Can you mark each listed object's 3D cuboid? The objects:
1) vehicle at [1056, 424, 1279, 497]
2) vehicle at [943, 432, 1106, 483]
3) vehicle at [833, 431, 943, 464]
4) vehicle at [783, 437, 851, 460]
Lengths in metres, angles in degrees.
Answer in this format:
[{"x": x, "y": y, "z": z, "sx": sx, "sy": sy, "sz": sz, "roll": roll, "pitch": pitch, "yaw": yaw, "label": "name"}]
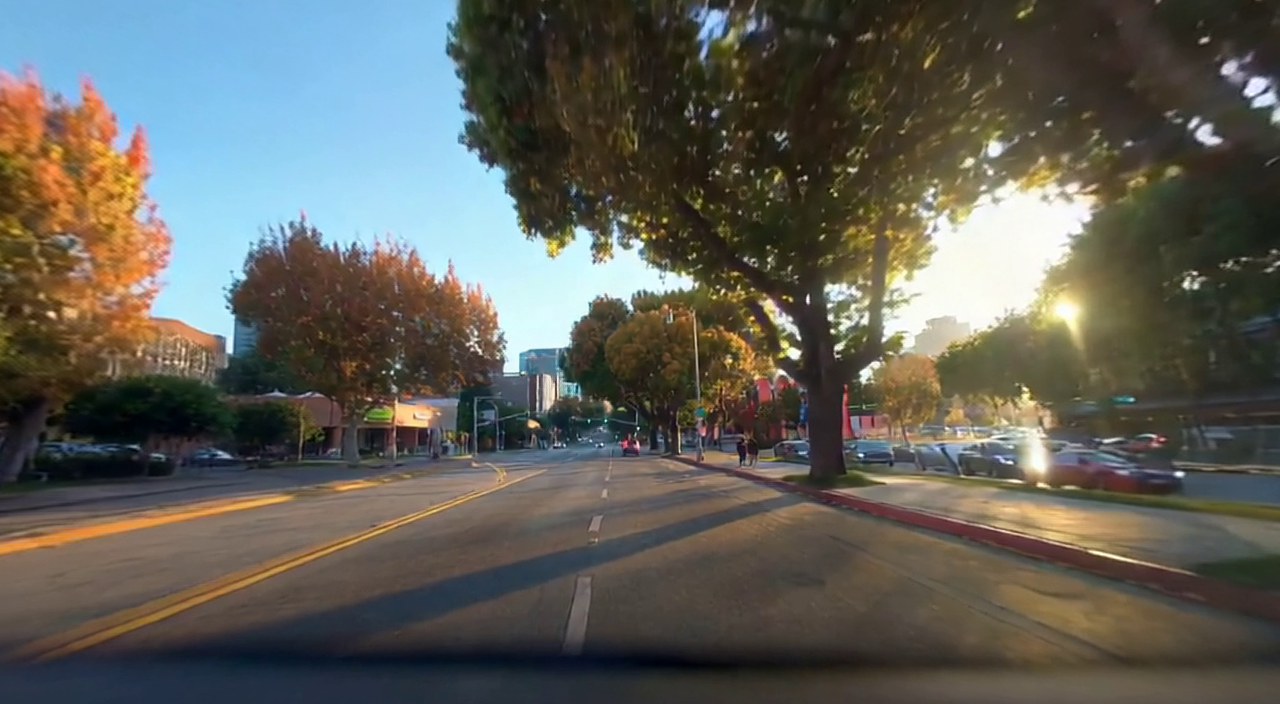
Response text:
[{"x": 14.353, "y": 2.885, "z": 17.062, "sx": 4.722, "sy": 1.483, "sz": 2.119, "roll": -4, "pitch": -8, "yaw": -3, "label": "vehicle"}, {"x": 13.660, "y": 3.743, "z": 22.639, "sx": 4.538, "sy": 1.433, "sz": 2.023, "roll": -3, "pitch": -7, "yaw": -4, "label": "vehicle"}, {"x": 12.937, "y": 4.998, "z": 33.235, "sx": 4.769, "sy": 1.636, "sz": 2.281, "roll": 0, "pitch": -9, "yaw": -3, "label": "vehicle"}, {"x": 13.178, "y": 7.213, "z": 47.142, "sx": 4.395, "sy": 1.497, "sz": 1.975, "roll": -1, "pitch": -8, "yaw": -2, "label": "vehicle"}]
